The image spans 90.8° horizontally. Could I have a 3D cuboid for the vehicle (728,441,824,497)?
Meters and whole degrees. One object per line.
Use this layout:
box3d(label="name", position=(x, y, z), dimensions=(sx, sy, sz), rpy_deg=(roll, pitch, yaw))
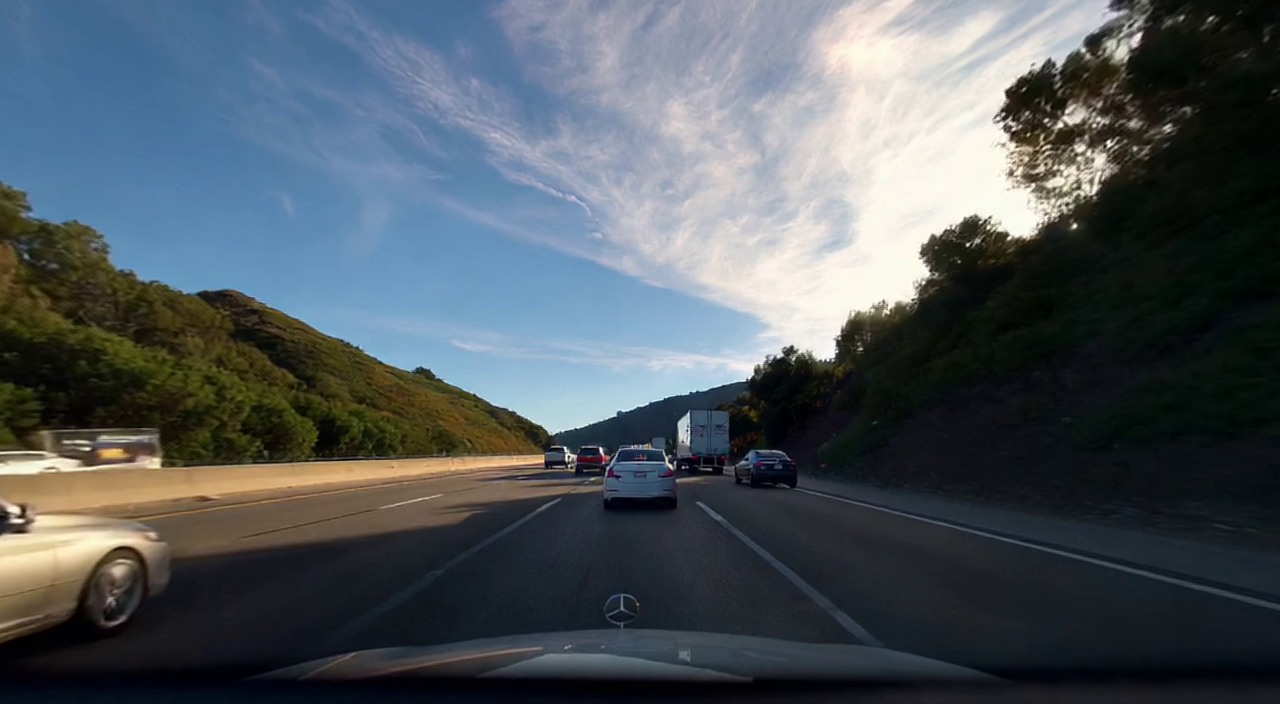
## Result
box3d(label="vehicle", position=(4.217, 3.717, 20.409), dimensions=(2.029, 1.579, 4.484), rpy_deg=(0, -9, -1))

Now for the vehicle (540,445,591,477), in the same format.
box3d(label="vehicle", position=(-4.084, 6.057, 35.310), dimensions=(2.211, 1.669, 4.224), rpy_deg=(-1, -9, 2))

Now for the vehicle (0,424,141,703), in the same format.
box3d(label="vehicle", position=(-4.290, 0.966, 2.241), dimensions=(1.848, 1.486, 3.832), rpy_deg=(0, -9, 0))

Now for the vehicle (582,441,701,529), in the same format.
box3d(label="vehicle", position=(0.019, 2.581, 12.703), dimensions=(2.041, 1.484, 3.535), rpy_deg=(0, -9, 0))

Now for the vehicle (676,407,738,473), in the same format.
box3d(label="vehicle", position=(4.646, 6.778, 47.612), dimensions=(3.194, 4.038, 16.301), rpy_deg=(0, -9, 1))
